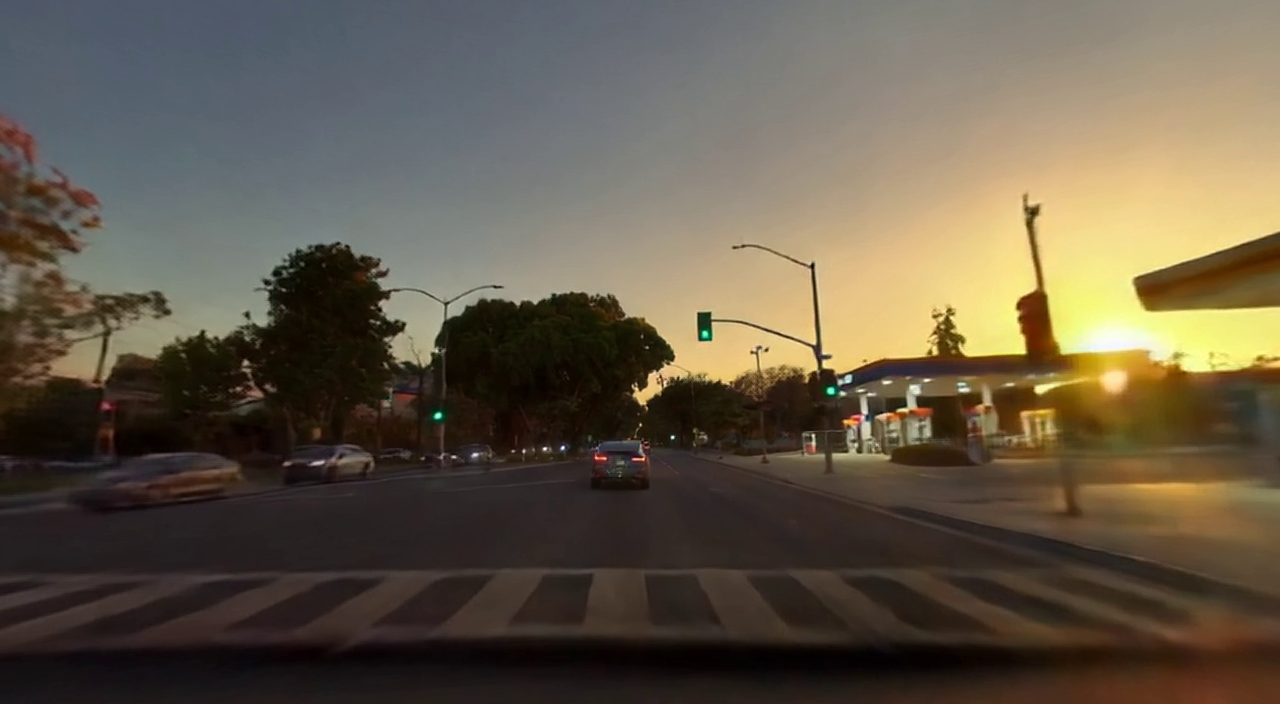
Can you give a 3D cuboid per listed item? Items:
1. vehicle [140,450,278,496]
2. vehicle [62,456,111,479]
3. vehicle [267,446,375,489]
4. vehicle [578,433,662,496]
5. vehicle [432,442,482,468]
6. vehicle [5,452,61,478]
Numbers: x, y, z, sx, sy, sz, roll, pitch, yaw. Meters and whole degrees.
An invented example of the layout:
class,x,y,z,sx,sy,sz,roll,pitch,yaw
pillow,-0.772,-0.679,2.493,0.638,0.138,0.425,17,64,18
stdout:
class,x,y,z,sx,sy,sz,roll,pitch,yaw
vehicle,-16.129,4.521,23.950,1.920,1.481,4.660,0,-8,1
vehicle,-42.180,8.780,47.943,3.985,1.544,1.963,-6,-11,38
vehicle,-12.745,4.601,25.525,1.989,1.539,4.413,0,-8,1
vehicle,-0.475,3.072,17.580,2.062,1.519,4.214,1,-8,0
vehicle,-12.236,6.898,42.405,1.994,1.647,4.331,0,-8,1
vehicle,-43.900,8.127,45.510,4.745,1.716,2.224,-6,-11,40
